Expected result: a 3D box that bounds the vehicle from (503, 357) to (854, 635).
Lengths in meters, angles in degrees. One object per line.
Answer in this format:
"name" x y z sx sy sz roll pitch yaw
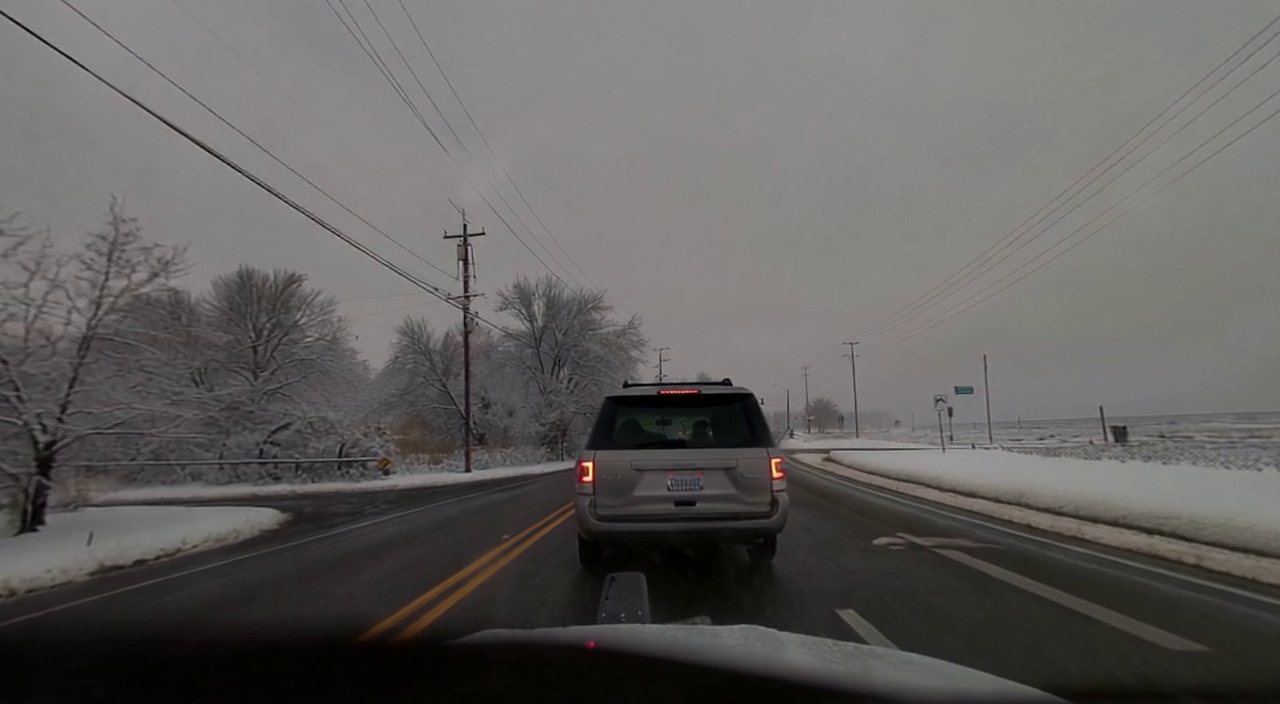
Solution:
"vehicle" 0.178 1.297 6.620 2.364 1.859 4.538 0 -9 -2
